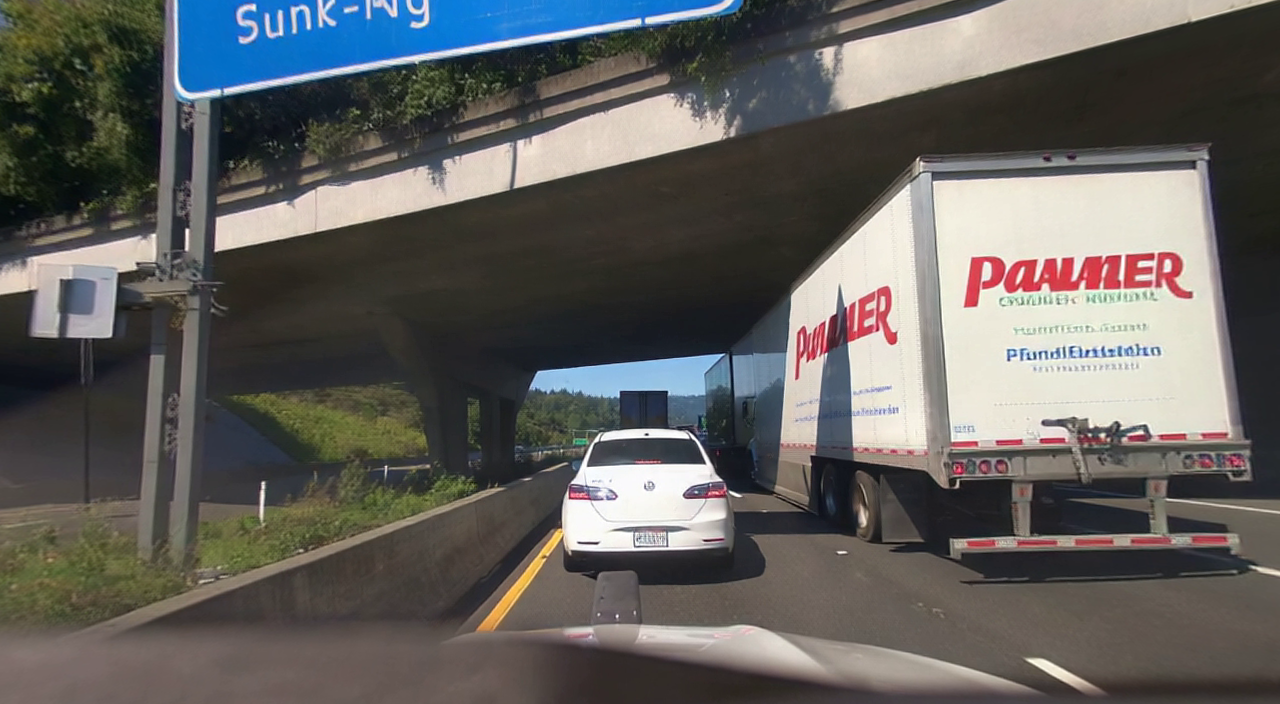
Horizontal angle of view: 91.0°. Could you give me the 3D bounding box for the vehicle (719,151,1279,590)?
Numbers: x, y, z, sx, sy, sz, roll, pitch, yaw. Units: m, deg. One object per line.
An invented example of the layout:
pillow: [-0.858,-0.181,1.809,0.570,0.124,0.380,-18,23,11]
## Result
vehicle: [4.183,1.066,12.937,2.827,4.081,14.305,0,-8,-2]

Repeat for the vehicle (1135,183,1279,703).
vehicle: [4.733,0.101,0.608,2.892,2.615,6.650,0,-8,-2]

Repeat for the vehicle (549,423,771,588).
vehicle: [0.172,1.674,7.681,2.045,1.490,3.597,-1,-8,0]
